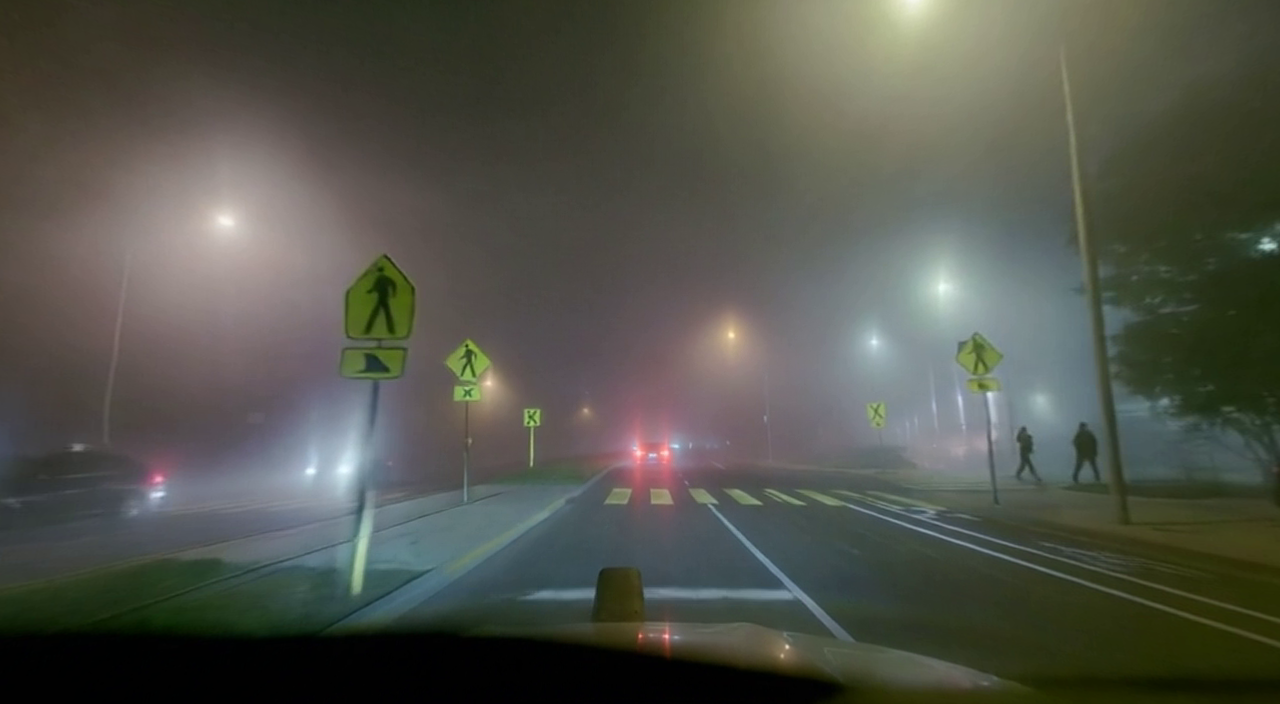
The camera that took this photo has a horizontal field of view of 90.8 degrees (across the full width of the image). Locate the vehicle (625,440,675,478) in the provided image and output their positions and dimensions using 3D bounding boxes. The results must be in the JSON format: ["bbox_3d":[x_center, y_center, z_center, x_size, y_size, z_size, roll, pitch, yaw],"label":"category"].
[{"bbox_3d":[0.493,4.955,29.484,2.158,1.600,3.865,-1,-8,2],"label":"vehicle"}]

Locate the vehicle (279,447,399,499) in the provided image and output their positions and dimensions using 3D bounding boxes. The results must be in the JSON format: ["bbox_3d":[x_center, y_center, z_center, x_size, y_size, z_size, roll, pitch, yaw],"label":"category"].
[{"bbox_3d":[-10.371,4.180,22.196,2.197,1.606,4.034,0,-8,0],"label":"vehicle"}]

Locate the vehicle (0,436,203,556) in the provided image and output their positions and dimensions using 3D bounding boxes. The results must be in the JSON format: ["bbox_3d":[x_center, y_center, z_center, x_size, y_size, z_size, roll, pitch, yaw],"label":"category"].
[{"bbox_3d":[-10.565,2.377,10.899,2.162,1.767,5.368,-1,-8,1],"label":"vehicle"}]
